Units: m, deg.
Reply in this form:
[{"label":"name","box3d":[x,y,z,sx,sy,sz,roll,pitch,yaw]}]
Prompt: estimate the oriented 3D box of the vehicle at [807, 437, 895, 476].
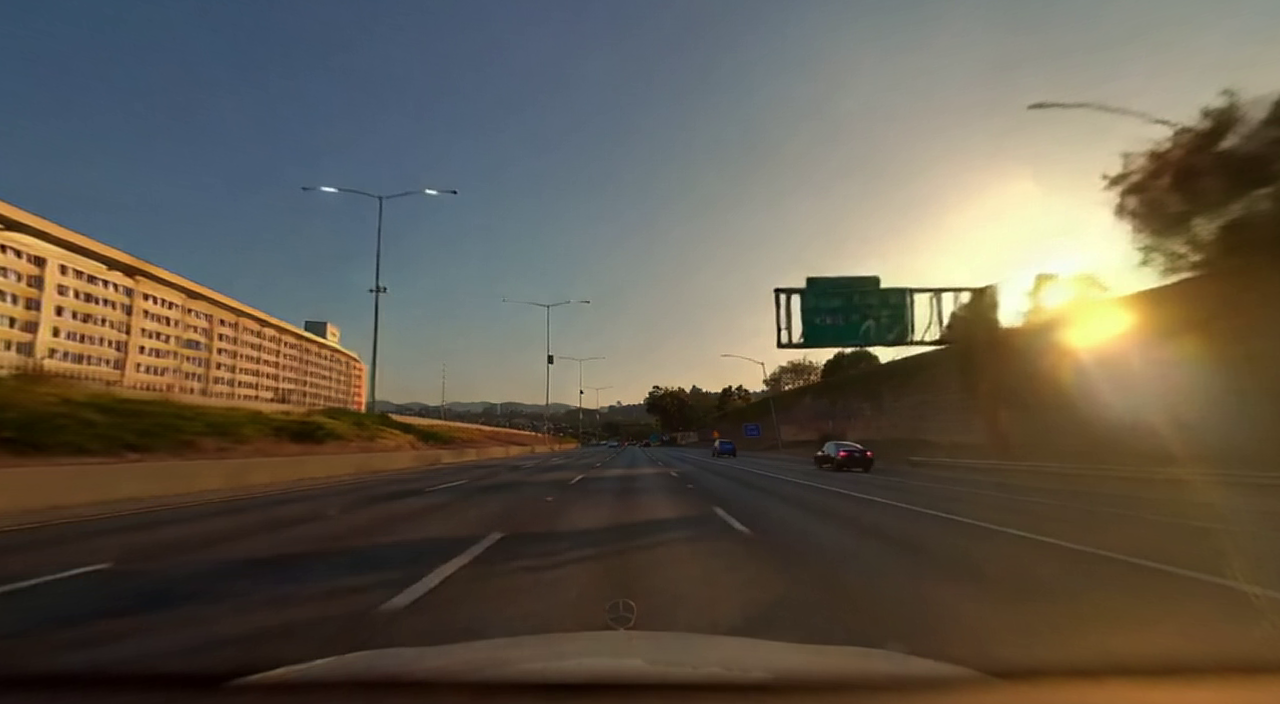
[{"label":"vehicle","box3d":[9.716,4.848,29.650,2.165,1.636,5.175,1,-8,-3]}]
